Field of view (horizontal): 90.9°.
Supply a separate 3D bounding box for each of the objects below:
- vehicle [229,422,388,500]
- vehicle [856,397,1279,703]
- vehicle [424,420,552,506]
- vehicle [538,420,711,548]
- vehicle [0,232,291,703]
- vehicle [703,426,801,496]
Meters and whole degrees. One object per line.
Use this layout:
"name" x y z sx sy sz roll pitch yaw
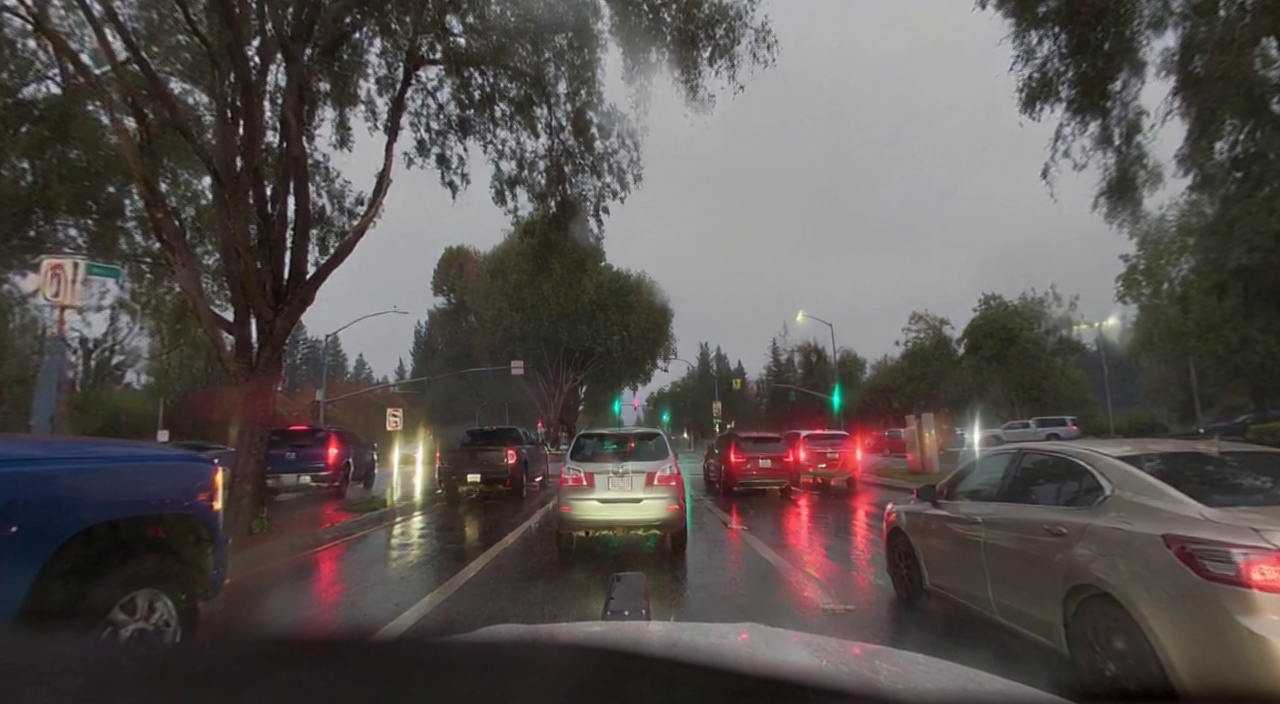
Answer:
"vehicle" -8.414 2.807 16.658 2.385 1.687 5.025 2 -9 -12
"vehicle" 3.017 1.121 3.626 1.874 1.477 4.698 0 -8 0
"vehicle" -3.651 2.765 16.090 2.089 1.857 4.488 0 -8 1
"vehicle" -0.210 1.958 9.937 2.194 1.607 3.690 0 -8 0
"vehicle" -3.453 0.441 0.846 2.656 2.021 5.800 0 -8 0
"vehicle" 3.204 3.225 19.065 2.102 1.841 4.587 0 -8 0
